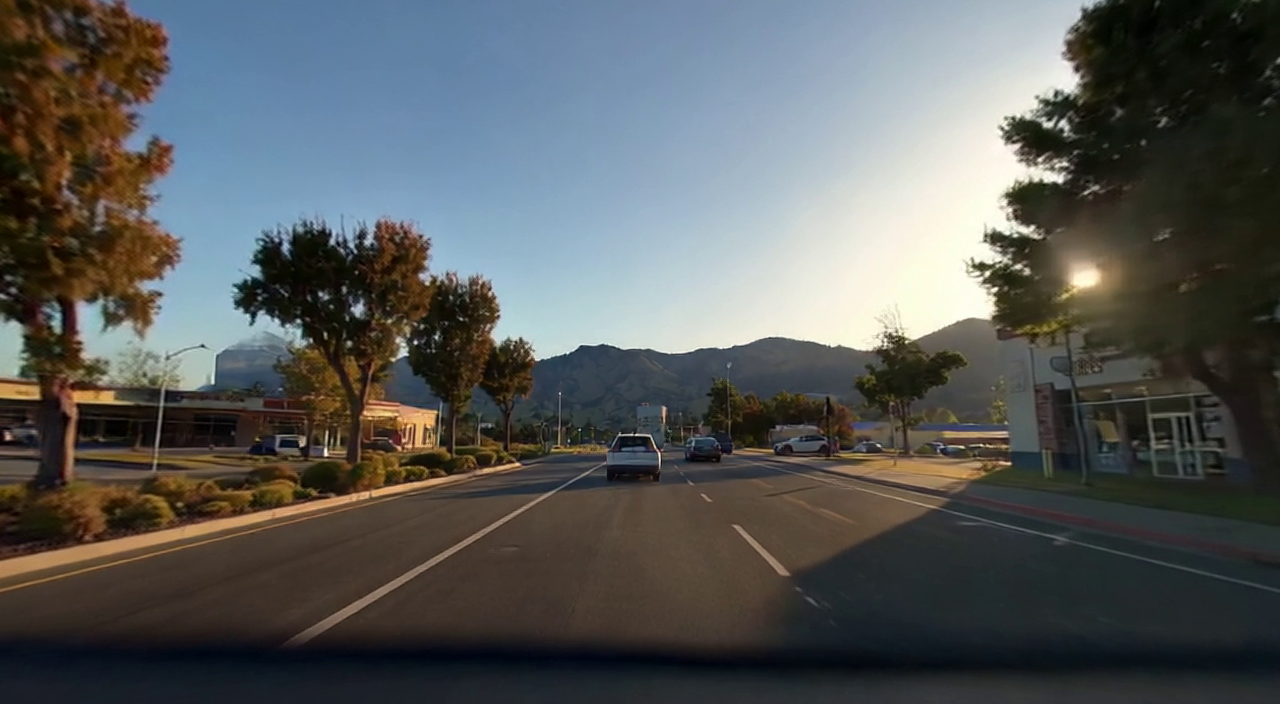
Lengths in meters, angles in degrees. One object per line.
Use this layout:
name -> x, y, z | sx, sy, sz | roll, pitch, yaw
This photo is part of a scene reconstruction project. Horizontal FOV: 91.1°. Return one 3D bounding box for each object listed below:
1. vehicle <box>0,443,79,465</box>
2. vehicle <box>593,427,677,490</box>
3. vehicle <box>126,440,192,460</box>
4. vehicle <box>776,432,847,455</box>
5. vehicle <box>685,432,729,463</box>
vehicle -> -36.951, 6.246, 38.592 | 3.245, 1.338, 1.536 | 3, -9, -23
vehicle -> -0.145, 3.083, 18.501 | 2.193, 1.651, 3.946 | 0, -8, -1
vehicle -> -36.860, 7.519, 48.195 | 3.640, 1.447, 1.788 | 4, -9, -27
vehicle -> 13.234, 7.067, 48.591 | 4.887, 1.734, 2.014 | 0, -8, 2
vehicle -> 3.805, 5.531, 36.377 | 2.088, 1.655, 4.360 | 0, -8, 0
